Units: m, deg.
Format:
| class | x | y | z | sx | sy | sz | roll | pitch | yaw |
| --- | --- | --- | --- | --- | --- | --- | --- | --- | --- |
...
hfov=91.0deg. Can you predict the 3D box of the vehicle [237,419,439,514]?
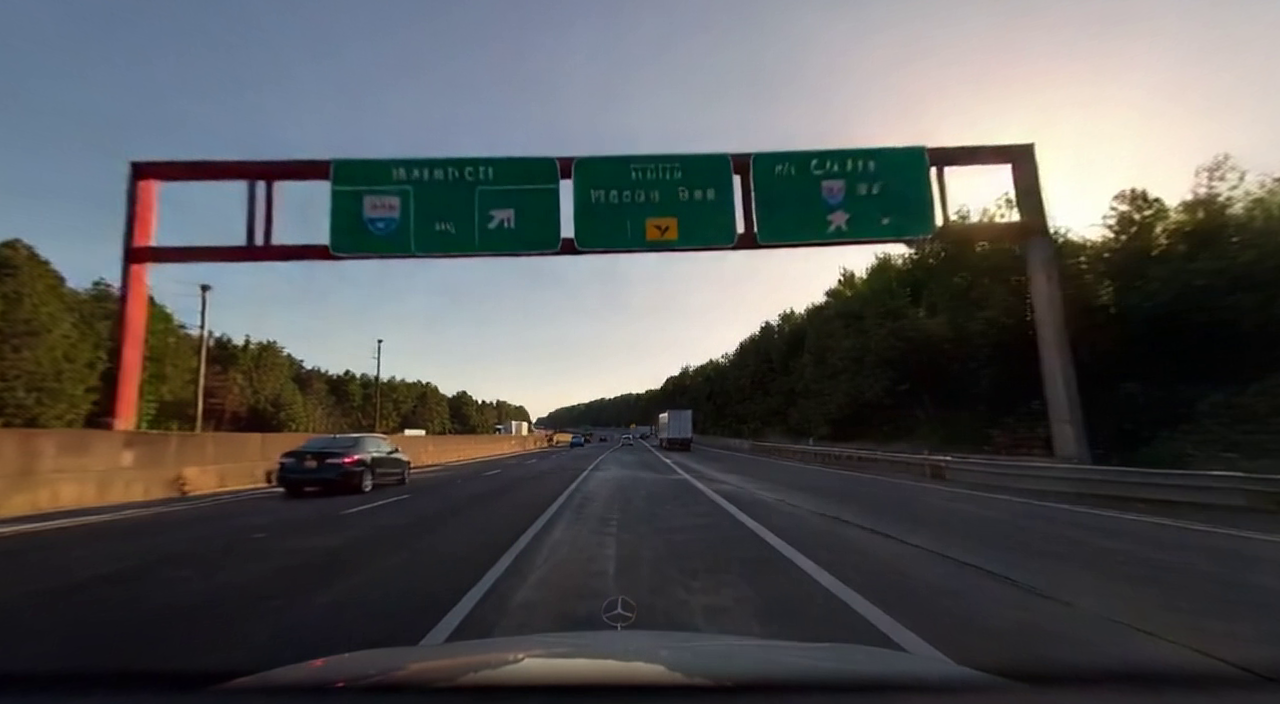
| class | x | y | z | sx | sy | sz | roll | pitch | yaw |
| --- | --- | --- | --- | --- | --- | --- | --- | --- | --- |
| vehicle | -6.146 | 2.363 | 13.621 | 2.055 | 1.662 | 4.773 | 0 | -8 | -1 |
